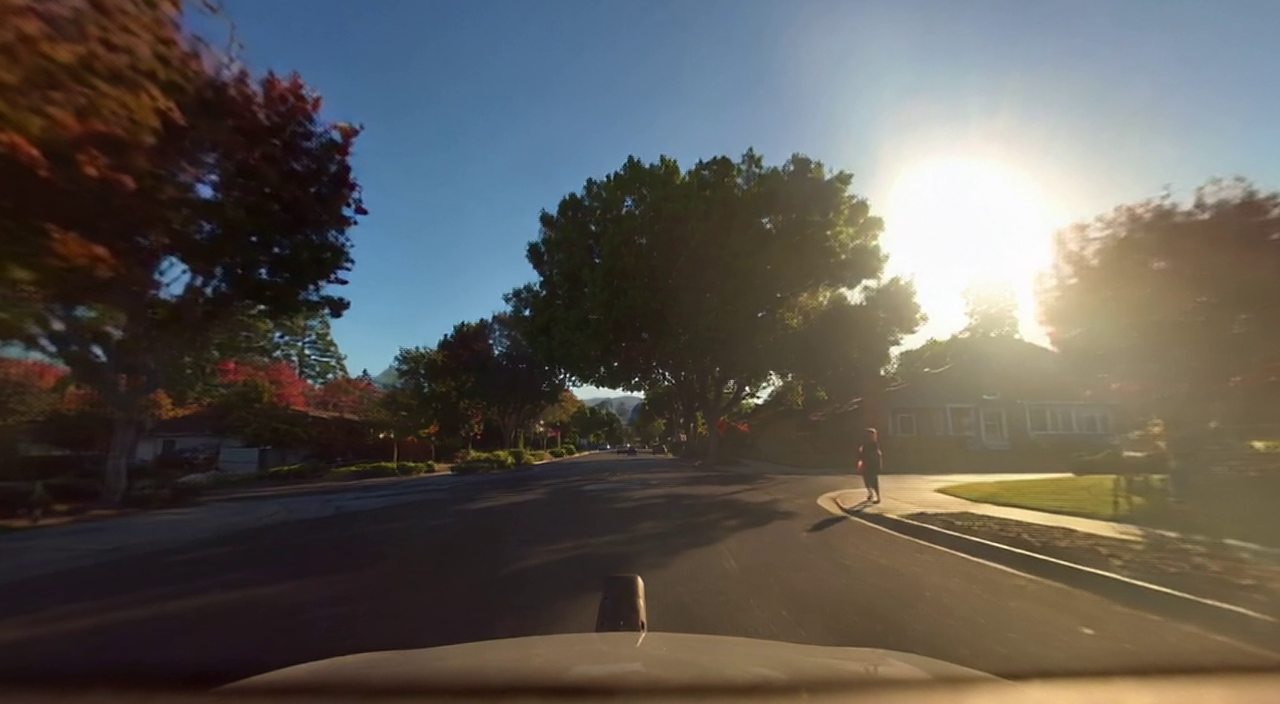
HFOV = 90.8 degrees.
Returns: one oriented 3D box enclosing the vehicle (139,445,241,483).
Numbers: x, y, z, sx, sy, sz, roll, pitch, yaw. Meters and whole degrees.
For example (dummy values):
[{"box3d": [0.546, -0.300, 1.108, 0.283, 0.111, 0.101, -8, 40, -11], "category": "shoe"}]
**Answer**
[{"box3d": [-24.990, 6.215, 35.348, 2.004, 1.856, 4.934, -4, -9, 2], "category": "vehicle"}]
